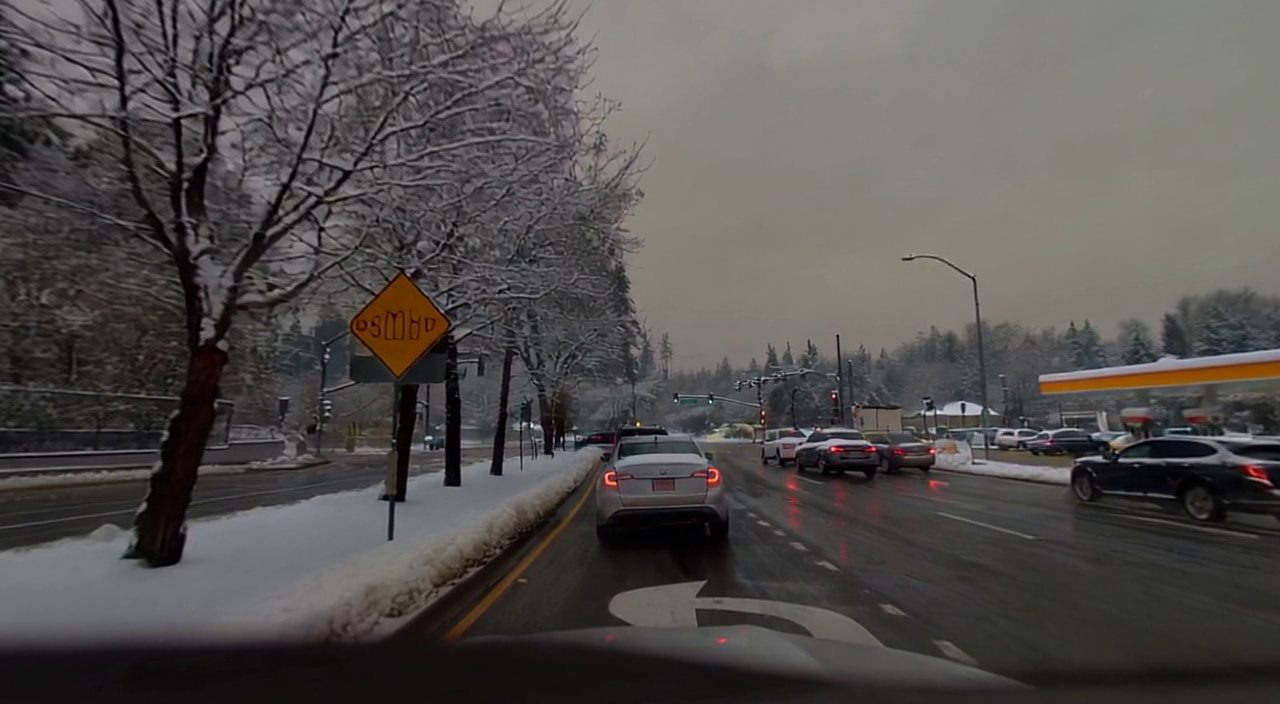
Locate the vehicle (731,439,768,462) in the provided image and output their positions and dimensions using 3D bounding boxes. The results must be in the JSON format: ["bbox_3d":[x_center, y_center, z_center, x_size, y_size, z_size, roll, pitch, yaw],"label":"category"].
[{"bbox_3d":[7.275,6.595,42.256,1.716,1.400,3.921,0,-9,-1],"label":"vehicle"}]

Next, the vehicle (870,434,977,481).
[{"bbox_3d":[10.680,4.009,24.193,1.976,1.584,4.516,0,-9,0],"label":"vehicle"}]

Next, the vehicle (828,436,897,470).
[{"bbox_3d":[11.173,5.091,31.999,1.846,1.595,4.409,0,-9,-1],"label":"vehicle"}]

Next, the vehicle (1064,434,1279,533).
[{"bbox_3d":[10.596,2.345,11.918,1.880,1.472,4.694,0,-9,0],"label":"vehicle"}]

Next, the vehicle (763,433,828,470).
[{"bbox_3d":[7.695,4.954,31.596,1.991,1.695,4.357,0,-9,-2],"label":"vehicle"}]

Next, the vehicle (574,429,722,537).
[{"bbox_3d":[0.073,2.127,10.822,2.032,1.461,4.173,0,-9,-1],"label":"vehicle"}]
